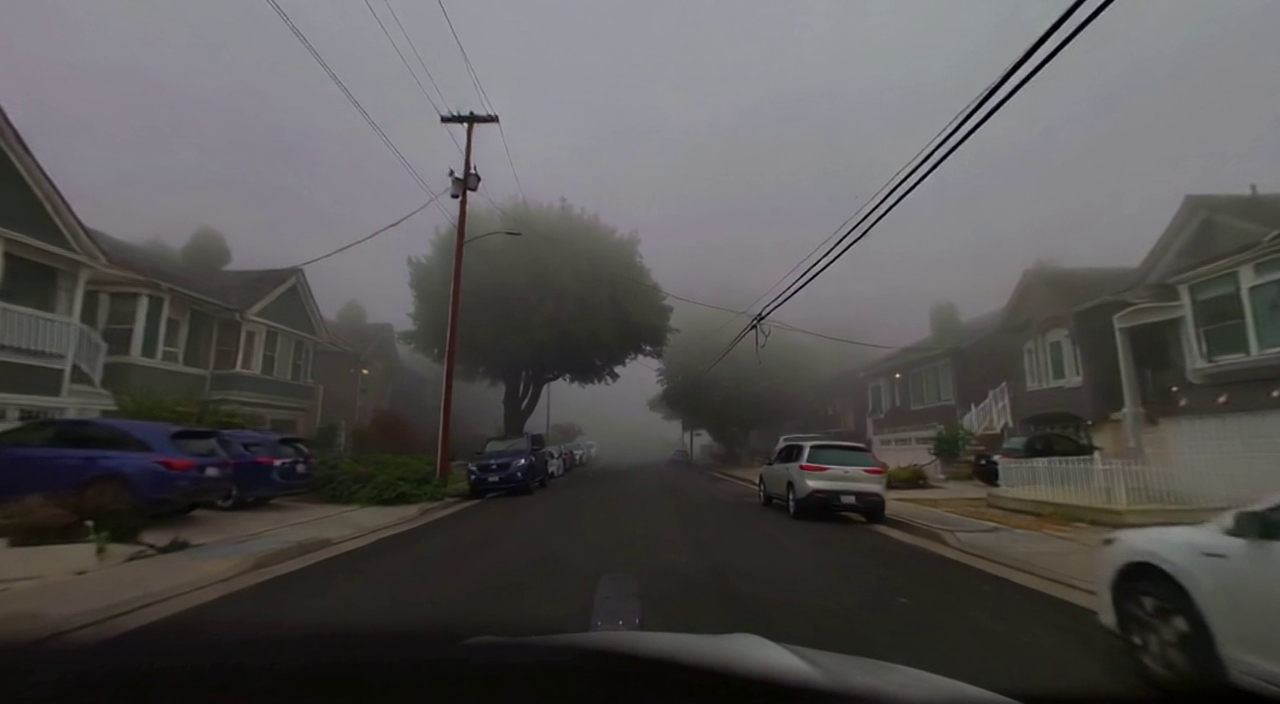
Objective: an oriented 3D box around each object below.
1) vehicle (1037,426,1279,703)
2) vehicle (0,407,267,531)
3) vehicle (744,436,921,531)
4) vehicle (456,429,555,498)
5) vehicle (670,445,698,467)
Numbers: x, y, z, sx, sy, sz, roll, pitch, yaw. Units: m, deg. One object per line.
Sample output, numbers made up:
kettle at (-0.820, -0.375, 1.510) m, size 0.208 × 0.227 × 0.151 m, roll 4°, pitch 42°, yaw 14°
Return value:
vehicle at (3.713, 0.921, 1.865) m, size 1.862 × 1.452 × 4.737 m, roll 0°, pitch -8°, yaw -2°
vehicle at (-9.088, 1.890, 10.453) m, size 4.469 × 1.816 × 2.022 m, roll 0°, pitch -8°, yaw -1°
vehicle at (3.542, 2.488, 12.649) m, size 2.019 × 1.536 × 4.405 m, roll 0°, pitch -8°, yaw -2°
vehicle at (-4.028, 3.440, 19.913) m, size 2.057 × 1.887 × 5.053 m, roll 0°, pitch -8°, yaw -1°
vehicle at (3.320, 7.981, 48.770) m, size 1.916 × 1.587 × 3.986 m, roll 0°, pitch -8°, yaw 1°
